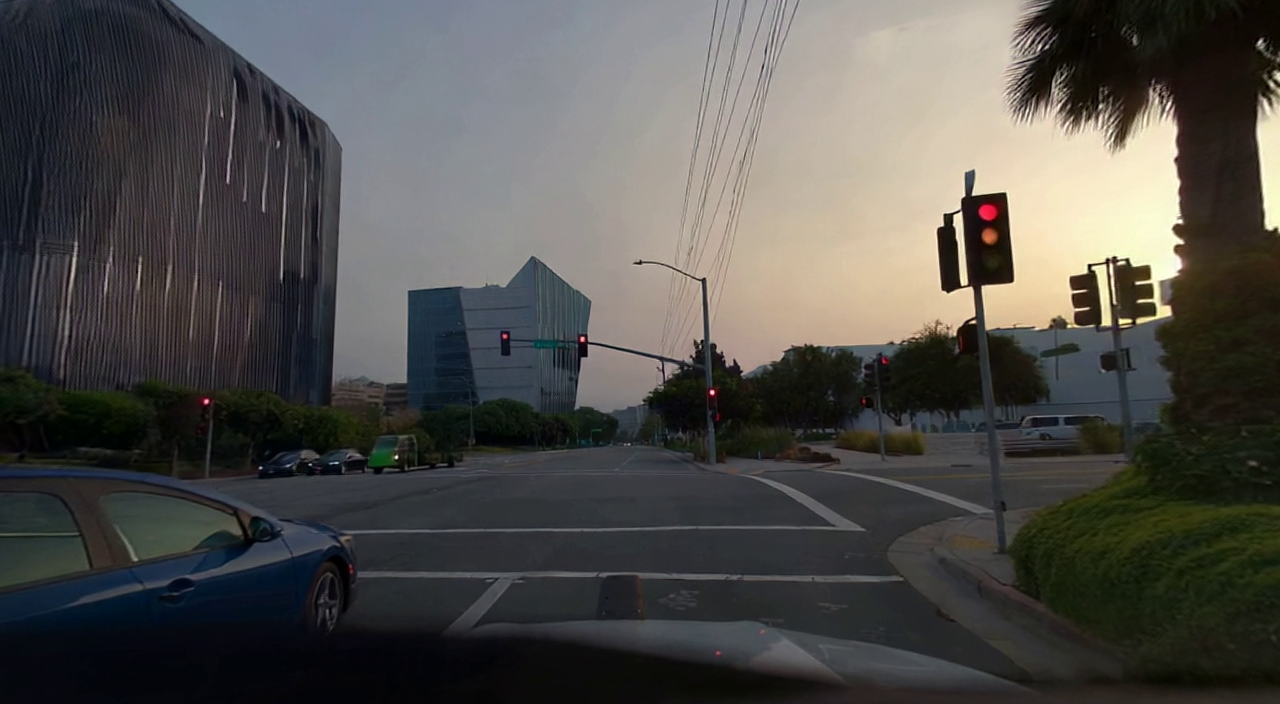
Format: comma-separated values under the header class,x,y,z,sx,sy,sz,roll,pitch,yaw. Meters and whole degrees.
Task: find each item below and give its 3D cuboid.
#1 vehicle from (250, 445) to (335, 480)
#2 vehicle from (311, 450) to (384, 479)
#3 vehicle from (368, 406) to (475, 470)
class,x,y,z,sx,sy,sz,roll,pitch,yaw
vehicle,-19.082,6.058,34.826,2.017,1.739,4.569,0,-9,1
vehicle,-15.348,5.926,33.290,1.875,1.389,3.784,0,-9,3
vehicle,-15.128,6.249,45.007,3.014,3.949,11.279,0,-9,3
